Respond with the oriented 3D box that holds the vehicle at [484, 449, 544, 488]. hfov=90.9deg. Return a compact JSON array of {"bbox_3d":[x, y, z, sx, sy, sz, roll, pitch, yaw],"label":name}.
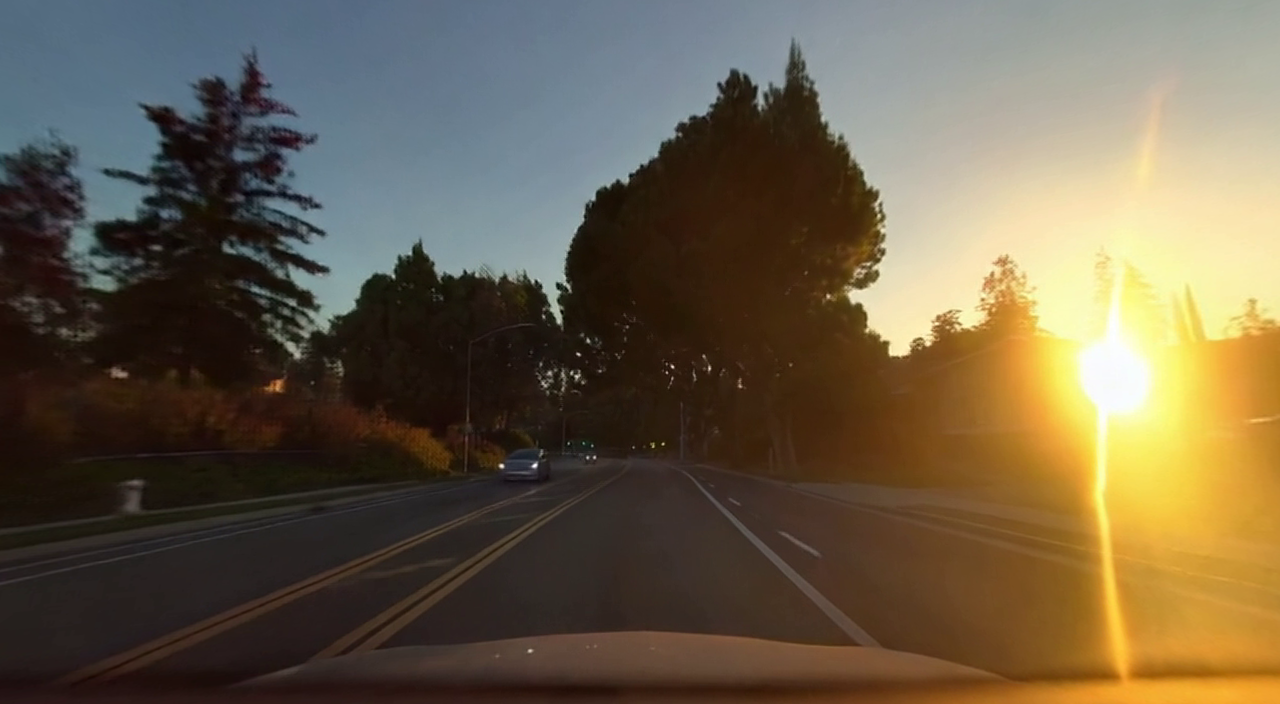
[{"bbox_3d":[-5.445,5.053,27.704,1.816,1.543,3.931,-1,-8,0],"label":"vehicle"}]
